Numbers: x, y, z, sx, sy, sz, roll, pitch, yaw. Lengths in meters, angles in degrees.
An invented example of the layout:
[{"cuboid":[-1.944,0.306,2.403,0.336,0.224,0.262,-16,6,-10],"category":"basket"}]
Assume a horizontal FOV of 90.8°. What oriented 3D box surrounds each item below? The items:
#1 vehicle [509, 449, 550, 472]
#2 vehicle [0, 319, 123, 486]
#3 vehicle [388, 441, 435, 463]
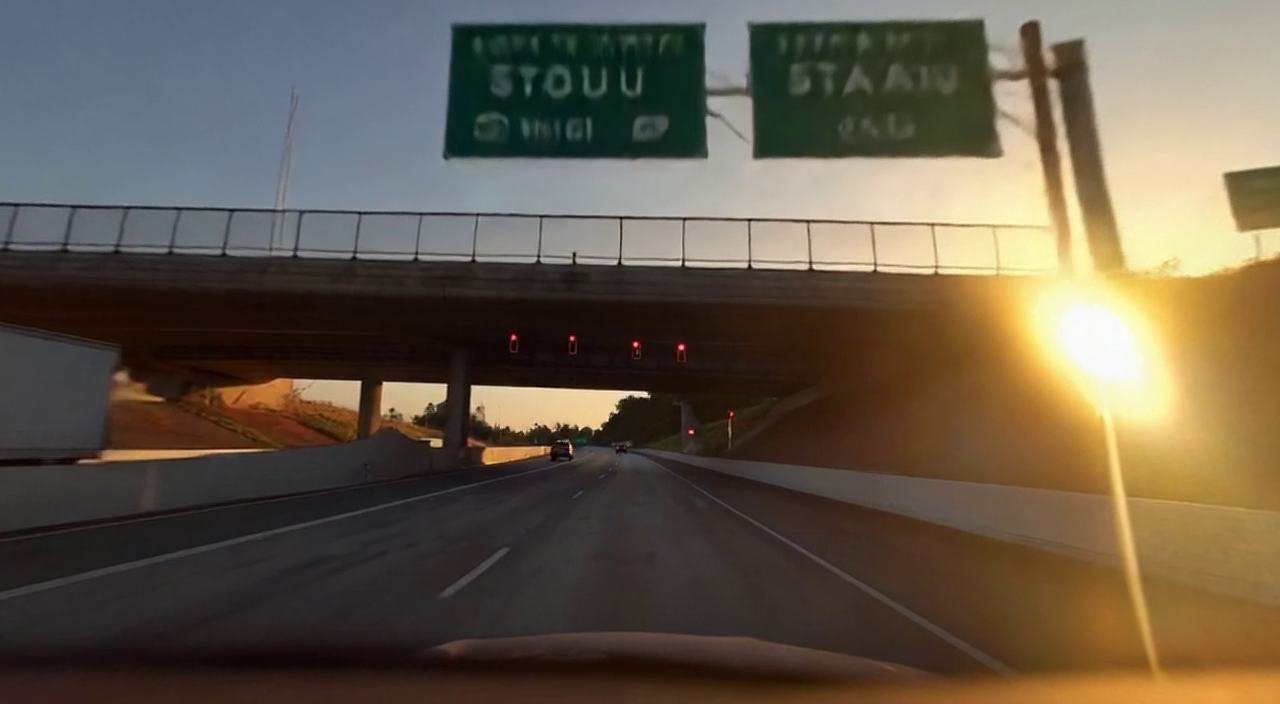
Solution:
[{"cuboid":[-7.188,7.085,41.437,2.012,1.456,4.309,0,-9,-1],"category":"vehicle"},{"cuboid":[-16.033,1.001,13.365,2.871,3.750,8.499,0,-9,-1],"category":"vehicle"},{"cuboid":[-17.021,7.448,47.193,1.934,1.523,4.545,0,-8,-1],"category":"vehicle"}]
